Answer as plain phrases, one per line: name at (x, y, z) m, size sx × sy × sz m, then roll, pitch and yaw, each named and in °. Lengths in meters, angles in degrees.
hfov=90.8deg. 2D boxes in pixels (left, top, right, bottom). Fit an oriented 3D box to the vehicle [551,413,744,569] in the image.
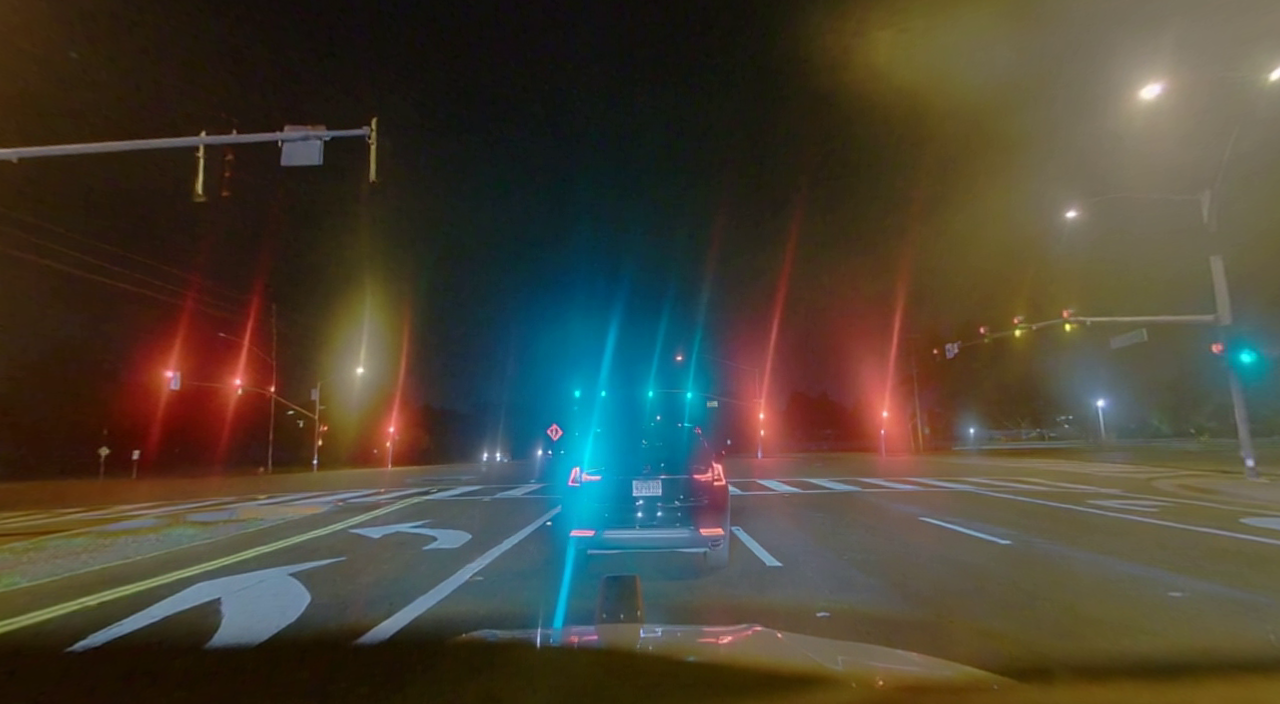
vehicle at (0.035, 1.757, 8.705) m, size 2.027 × 1.626 × 3.942 m, roll 0°, pitch -8°, yaw -1°
